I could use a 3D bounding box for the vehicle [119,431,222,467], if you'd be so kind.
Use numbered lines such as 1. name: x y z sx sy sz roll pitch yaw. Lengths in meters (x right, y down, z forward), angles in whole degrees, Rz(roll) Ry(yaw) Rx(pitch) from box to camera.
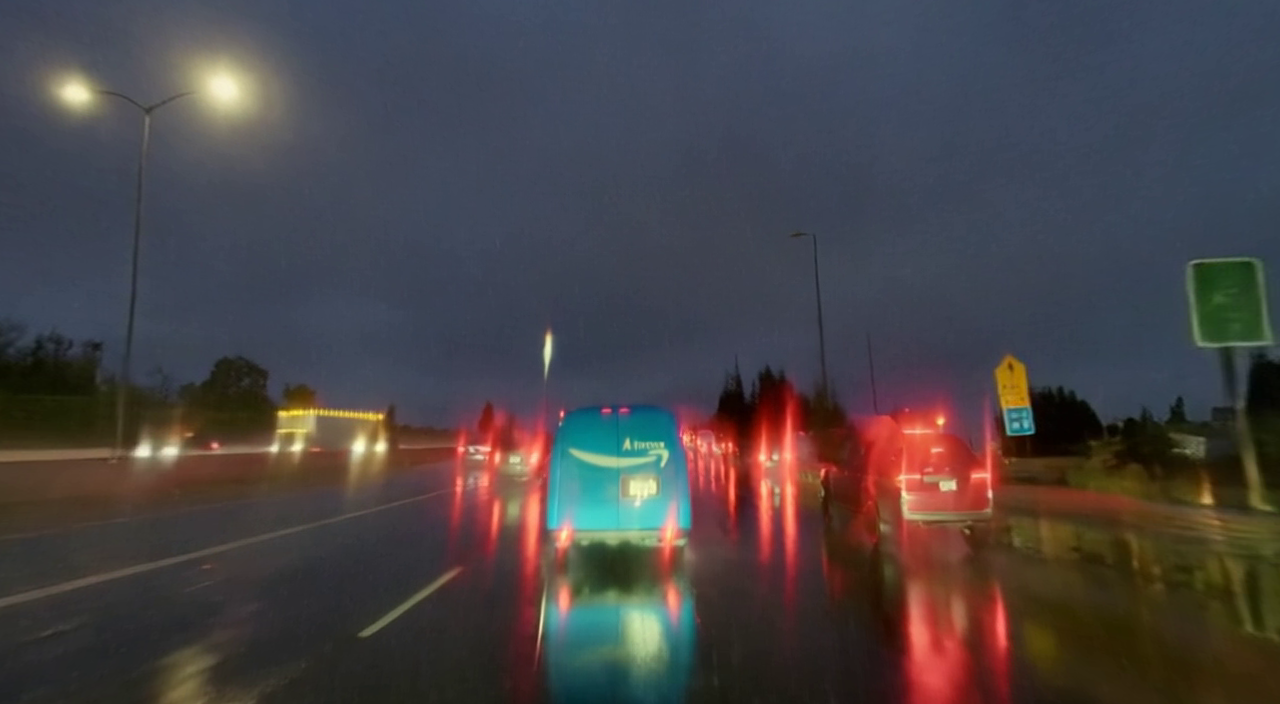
1. vehicle: -19.333 4.010 26.112 1.541 1.399 3.472 1 -8 0

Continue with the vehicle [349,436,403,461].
1. vehicle: -16.055 5.887 38.467 1.619 1.467 3.619 0 -8 1

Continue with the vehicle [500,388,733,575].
1. vehicle: -0.198 1.603 8.479 2.287 1.823 4.369 0 -9 1

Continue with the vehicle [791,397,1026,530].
1. vehicle: 4.726 2.095 12.291 2.179 1.999 5.331 1 -9 -1

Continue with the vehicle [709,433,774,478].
1. vehicle: 4.211 4.383 26.843 2.064 1.720 4.416 0 -9 1
